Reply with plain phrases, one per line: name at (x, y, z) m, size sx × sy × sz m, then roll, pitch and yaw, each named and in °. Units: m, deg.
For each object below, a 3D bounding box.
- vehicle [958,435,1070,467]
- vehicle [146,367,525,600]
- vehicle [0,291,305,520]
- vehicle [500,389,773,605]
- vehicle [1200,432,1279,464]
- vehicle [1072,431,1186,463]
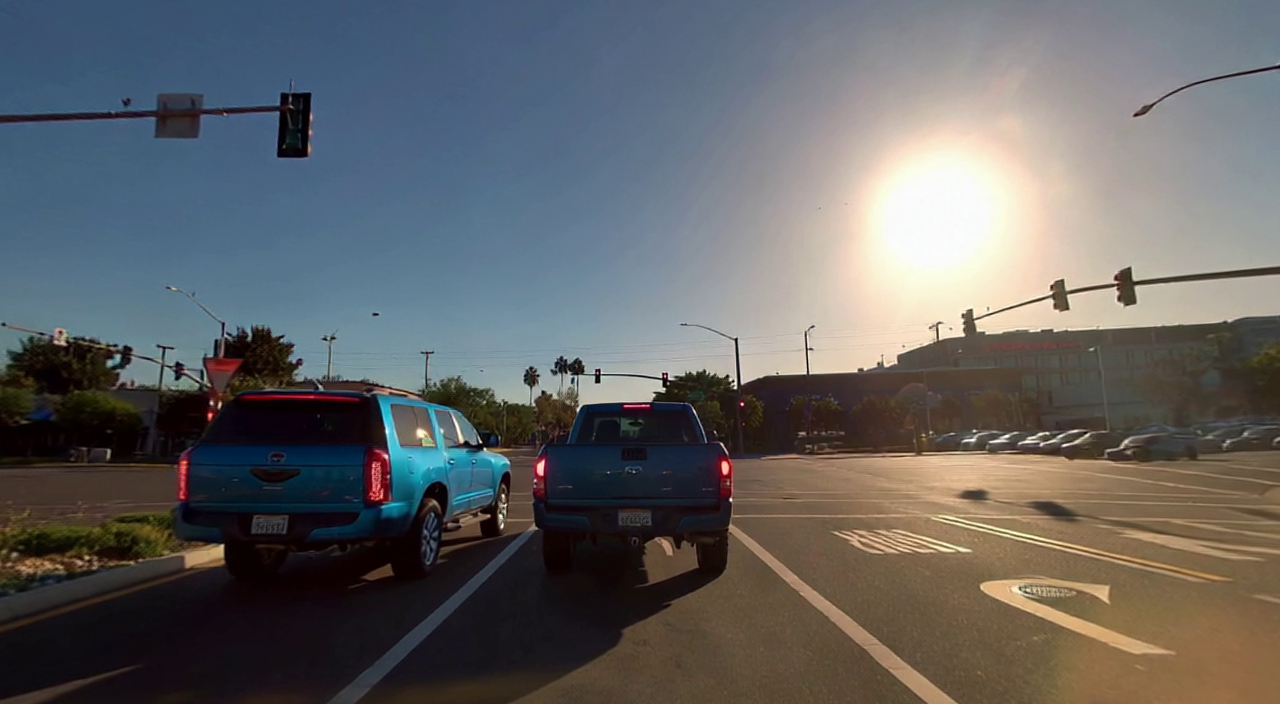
vehicle at (19.296, 5.107, 32.516) m, size 4.624 × 1.601 × 1.871 m, roll 0°, pitch -8°, yaw -3°
vehicle at (-2.974, 1.441, 7.716) m, size 2.220 × 1.926 × 4.870 m, roll 0°, pitch -8°, yaw -1°
vehicle at (-12.743, 1.650, 15.860) m, size 3.048 × 3.927 × 10.755 m, roll 0°, pitch -8°, yaw -3°
vehicle at (-0.067, 1.520, 7.516) m, size 2.204 × 1.738 × 4.690 m, roll 0°, pitch -8°, yaw -1°
vehicle at (35.859, 5.570, 36.432) m, size 4.714 × 1.754 × 2.041 m, roll 0°, pitch -8°, yaw -2°
vehicle at (27.921, 5.464, 35.971) m, size 4.849 × 1.759 × 2.041 m, roll 0°, pitch -8°, yaw -3°
